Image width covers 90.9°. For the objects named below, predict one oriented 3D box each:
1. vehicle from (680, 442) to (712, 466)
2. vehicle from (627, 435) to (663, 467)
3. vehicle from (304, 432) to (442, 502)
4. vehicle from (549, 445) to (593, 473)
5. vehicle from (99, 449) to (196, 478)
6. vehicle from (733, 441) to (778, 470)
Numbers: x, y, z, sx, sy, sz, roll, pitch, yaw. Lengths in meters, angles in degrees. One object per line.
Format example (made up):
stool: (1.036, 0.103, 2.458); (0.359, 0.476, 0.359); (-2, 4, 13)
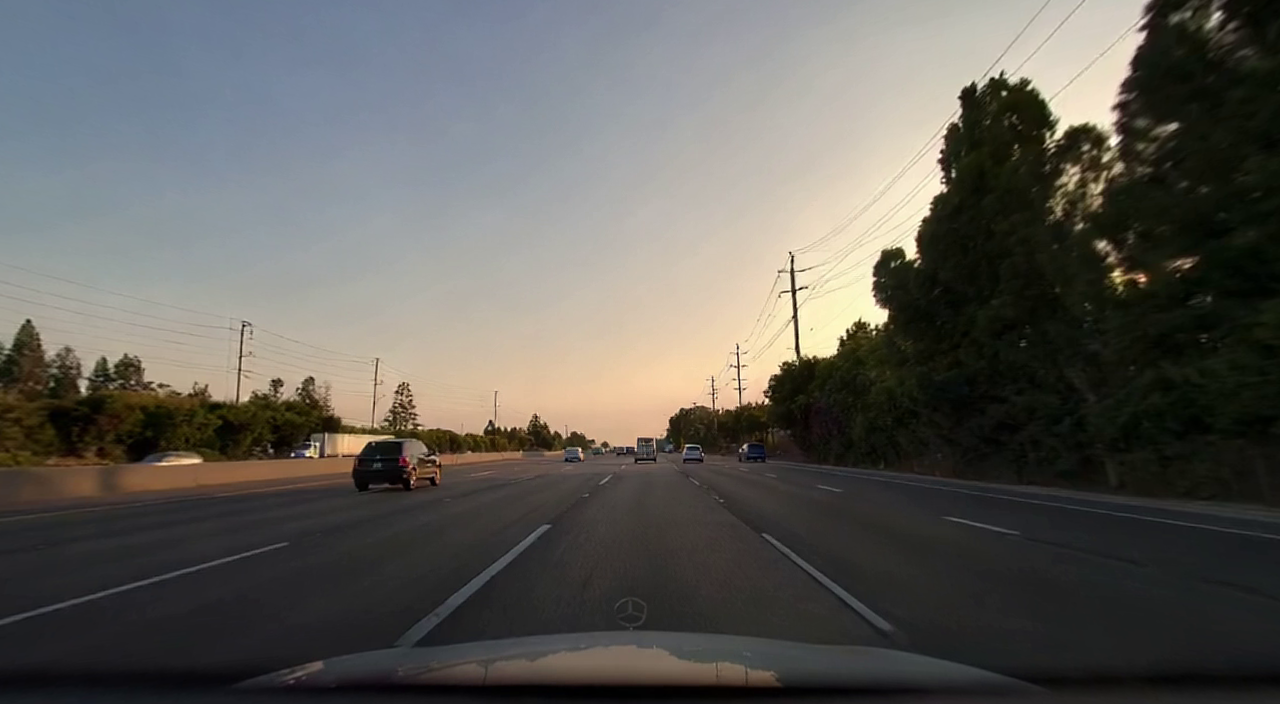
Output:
vehicle: (4.127, 7.618, 47.116); (1.996, 1.710, 4.256); (0, -9, 0)
vehicle: (0.319, 7.528, 48.083); (2.622, 2.208, 5.320); (0, -8, -1)
vehicle: (-7.418, 3.238, 18.117); (2.007, 1.732, 4.395); (0, -9, 0)
vehicle: (-3.832, 6.021, 35.632); (1.979, 1.469, 4.378); (0, -8, 1)
vehicle: (-29.803, 6.748, 38.339); (2.020, 1.591, 4.741); (0, -9, 1)
vehicle: (7.313, 6.569, 40.290); (1.937, 1.698, 4.322); (0, -8, -1)
